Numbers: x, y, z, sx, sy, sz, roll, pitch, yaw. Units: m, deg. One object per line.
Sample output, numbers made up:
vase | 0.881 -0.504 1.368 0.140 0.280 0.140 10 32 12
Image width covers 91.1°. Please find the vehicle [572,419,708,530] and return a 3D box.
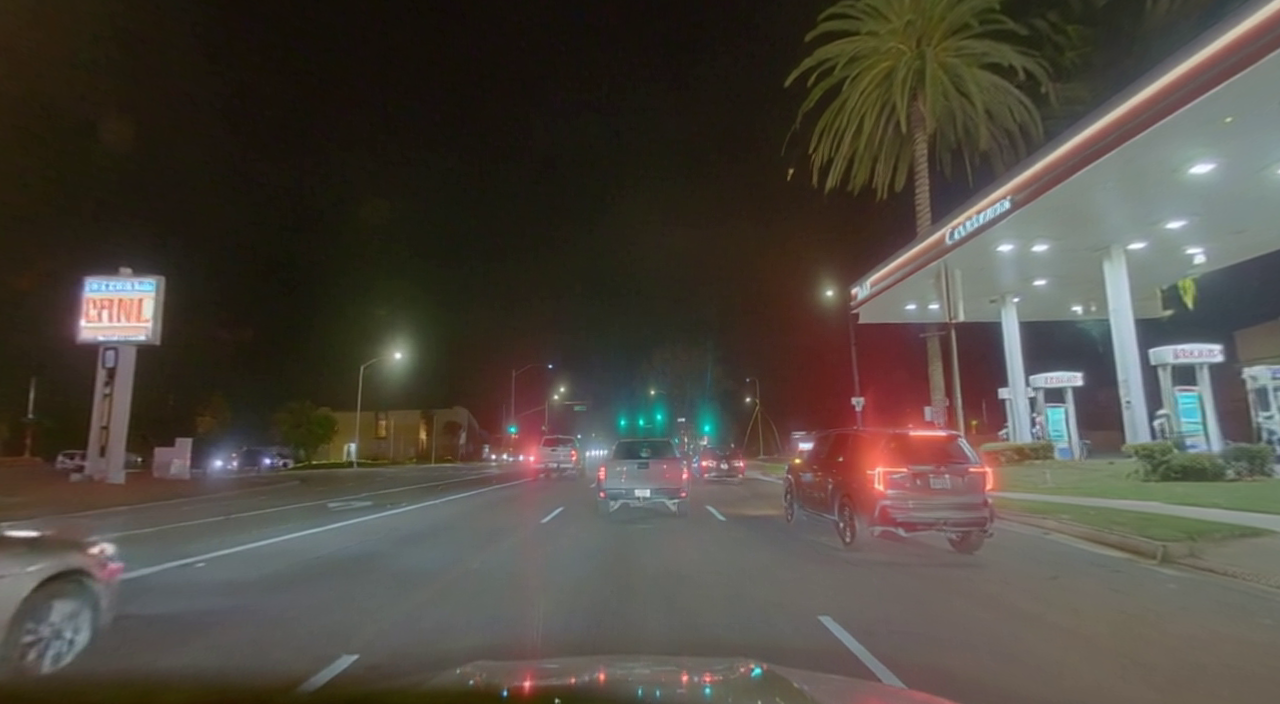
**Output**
vehicle | 0.060 2.475 13.374 2.295 1.835 5.471 0 -9 1

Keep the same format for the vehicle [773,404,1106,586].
vehicle | 3.612 1.855 9.165 2.120 1.828 5.531 0 -9 0

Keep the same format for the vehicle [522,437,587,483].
vehicle | -3.606 4.652 27.445 2.071 1.811 4.605 0 -9 2

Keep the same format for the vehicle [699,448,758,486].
vehicle | 3.539 4.672 25.816 1.901 1.401 3.965 0 -9 1

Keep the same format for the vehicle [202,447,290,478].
vehicle | -29.104 8.147 46.722 2.543 2.092 6.613 0 -9 -3

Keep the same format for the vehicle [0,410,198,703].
vehicle | -4.073 0.877 1.927 1.983 1.502 4.720 0 -9 0
